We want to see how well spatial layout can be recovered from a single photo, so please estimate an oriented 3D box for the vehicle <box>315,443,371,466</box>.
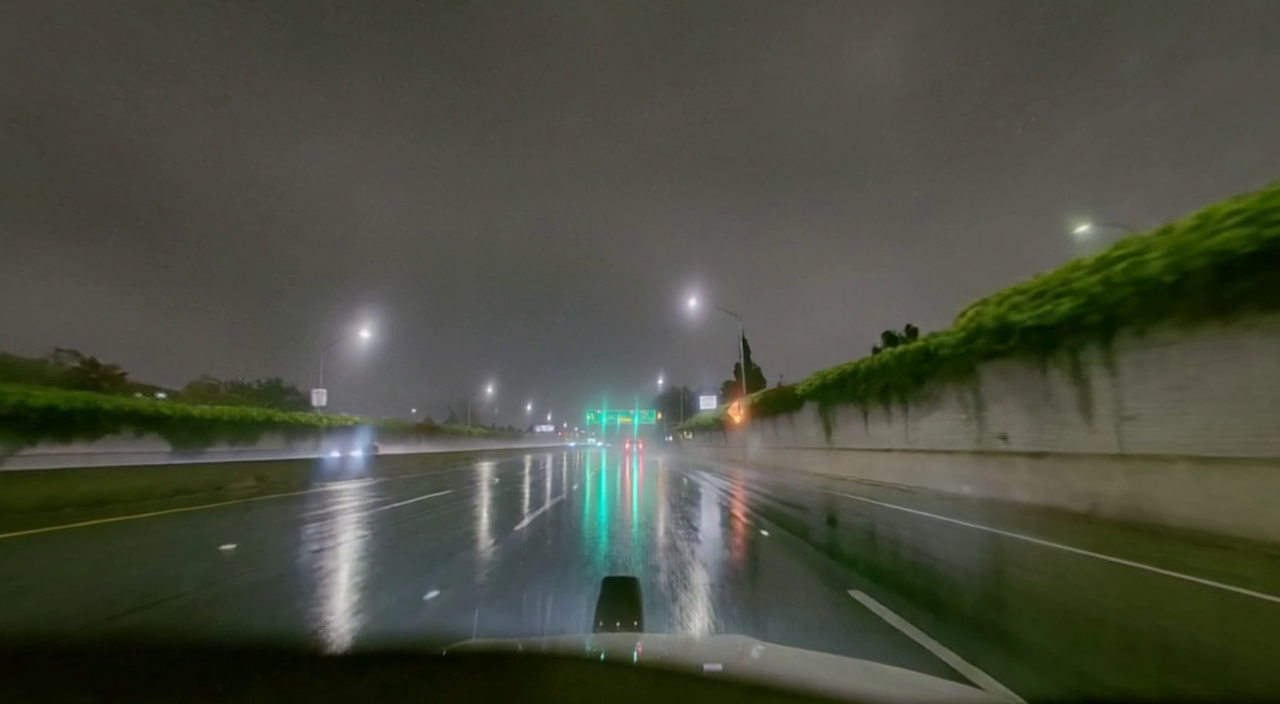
[{"bbox_3d":[-21.602,7.447,46.199,1.964,1.571,4.370,0,-8,0],"label":"vehicle"}]
